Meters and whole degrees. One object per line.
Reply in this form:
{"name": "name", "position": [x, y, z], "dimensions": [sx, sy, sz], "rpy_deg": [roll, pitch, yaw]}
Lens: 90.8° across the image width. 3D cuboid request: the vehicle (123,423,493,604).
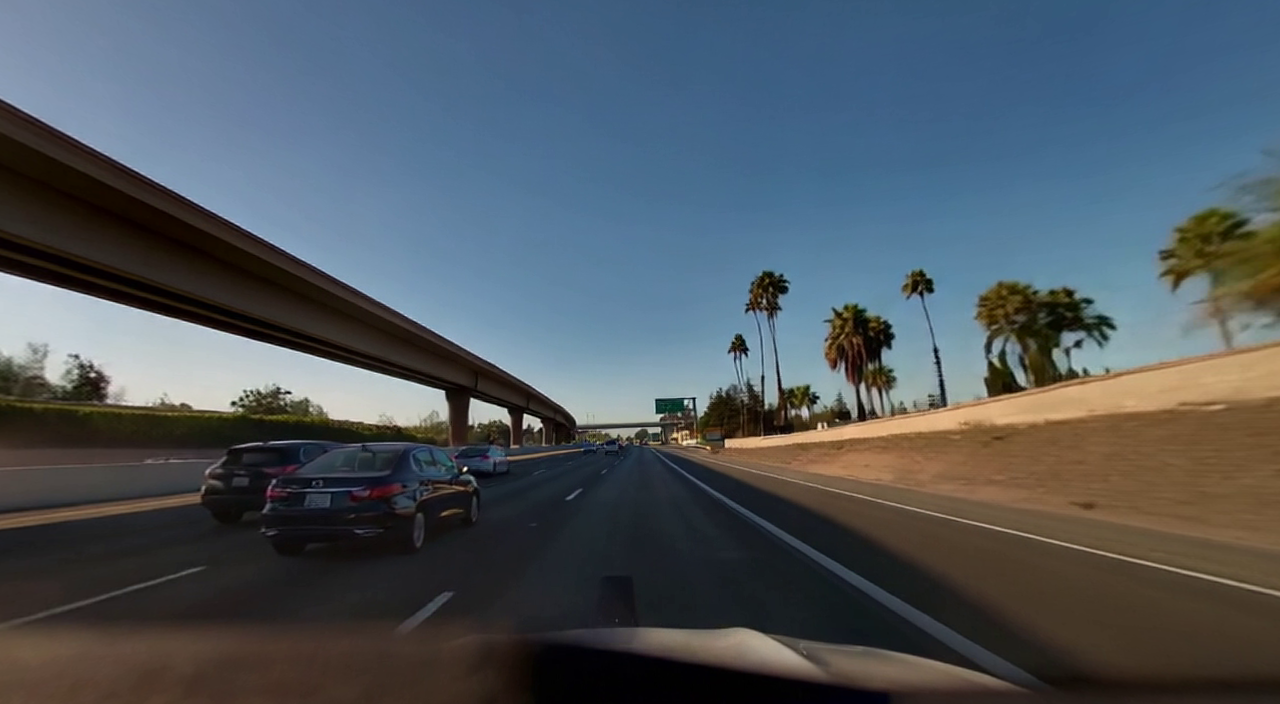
{"name": "vehicle", "position": [-3.340, 1.713, 7.714], "dimensions": [1.978, 1.499, 4.695], "rpy_deg": [0, -8, 0]}
